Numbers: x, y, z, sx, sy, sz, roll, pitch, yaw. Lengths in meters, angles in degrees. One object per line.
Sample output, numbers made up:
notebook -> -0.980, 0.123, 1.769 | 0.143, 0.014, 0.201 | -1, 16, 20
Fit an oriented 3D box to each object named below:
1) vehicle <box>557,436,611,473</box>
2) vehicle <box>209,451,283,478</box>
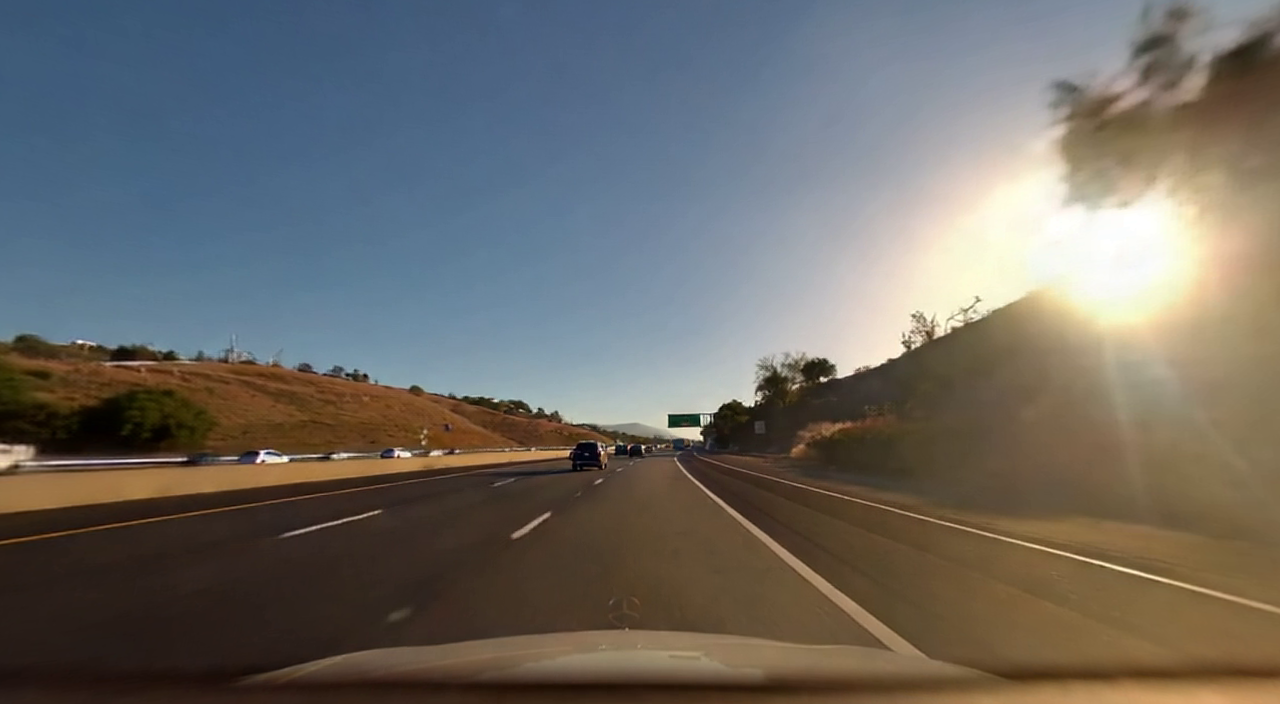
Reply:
vehicle -> -3.006, 5.640, 34.814 | 2.413, 1.896, 5.218 | -1, -8, 1
vehicle -> -27.221, 7.787, 43.584 | 2.016, 1.671, 4.537 | -1, -8, 2
